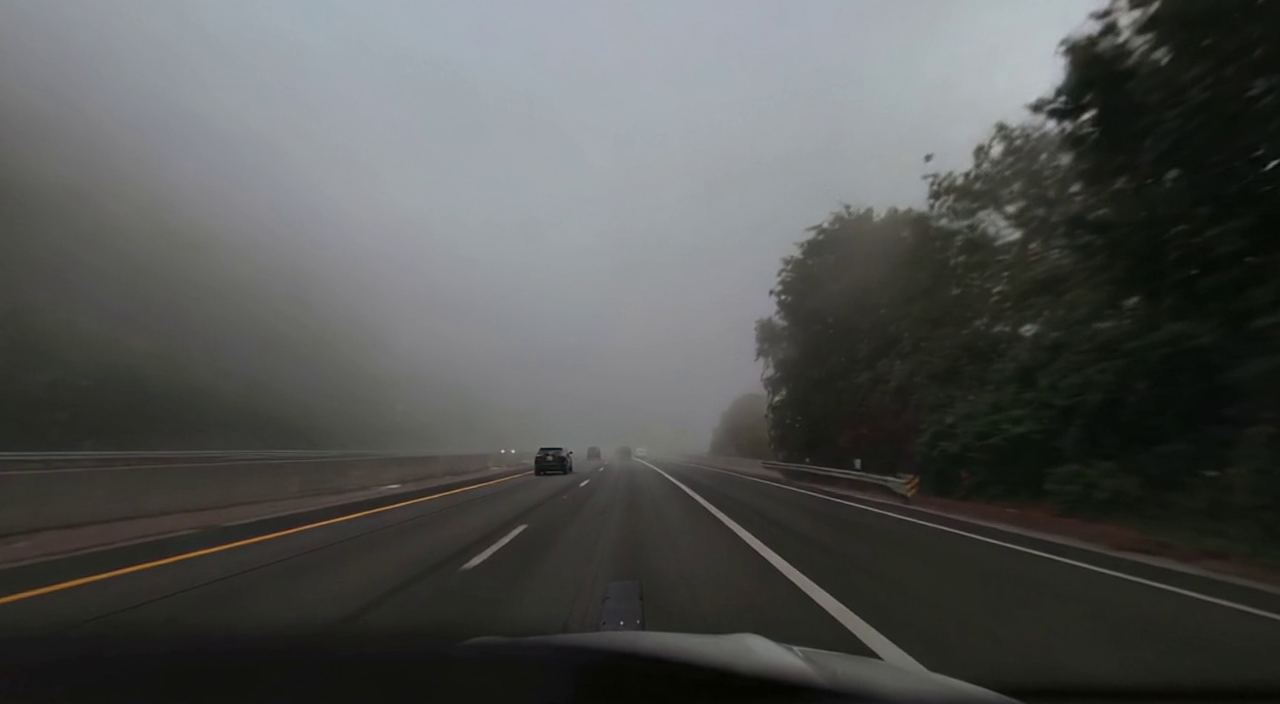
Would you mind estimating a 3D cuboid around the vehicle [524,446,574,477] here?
[{"bbox_3d":[-4.731,5.779,33.546,2.049,1.521,4.366,0,-8,-1],"label":"vehicle"}]
